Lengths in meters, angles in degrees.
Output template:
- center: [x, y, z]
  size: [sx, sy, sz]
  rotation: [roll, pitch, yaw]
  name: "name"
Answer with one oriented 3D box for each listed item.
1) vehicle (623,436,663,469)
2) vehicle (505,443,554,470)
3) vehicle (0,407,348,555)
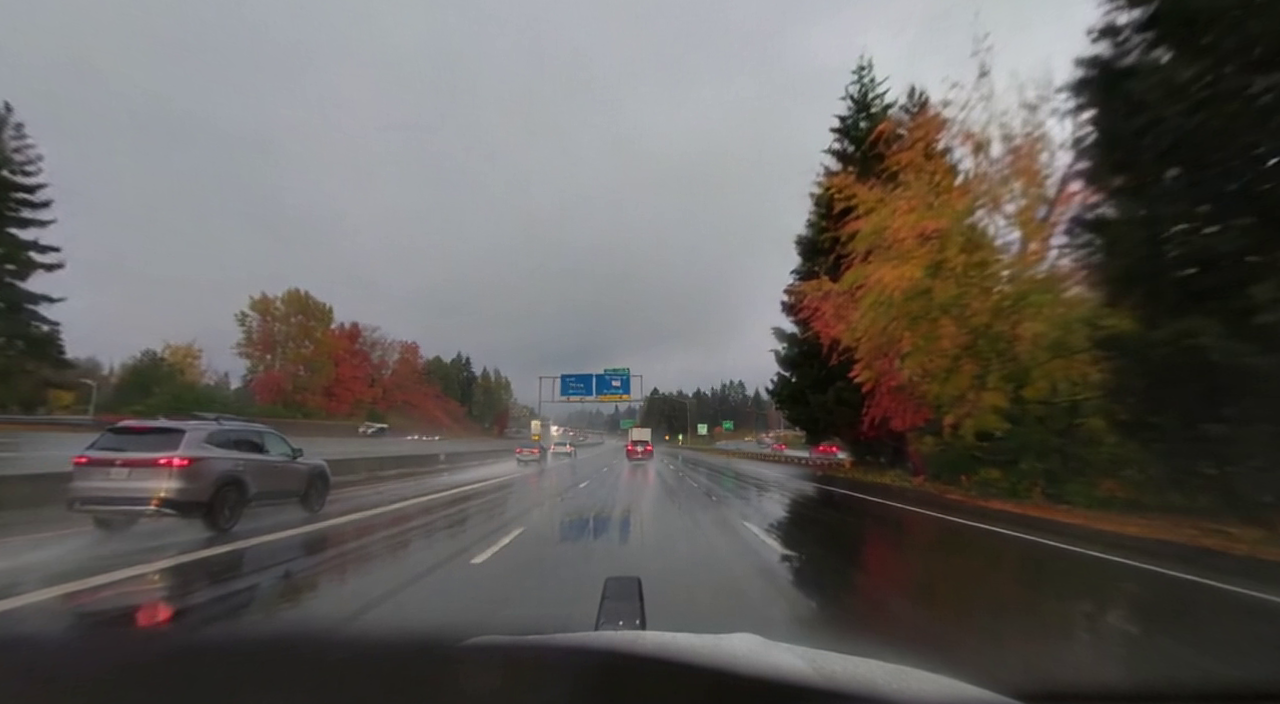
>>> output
- center: [0.166, 5.968, 37.502]
  size: [2.245, 1.863, 4.801]
  rotation: [0, -9, 0]
  name: "vehicle"
- center: [-6.556, 6.257, 37.851]
  size: [2.074, 1.495, 4.643]
  rotation: [0, -9, 0]
  name: "vehicle"
- center: [-7.124, 1.991, 10.425]
  size: [2.146, 1.834, 4.999]
  rotation: [0, -9, 0]
  name: "vehicle"
